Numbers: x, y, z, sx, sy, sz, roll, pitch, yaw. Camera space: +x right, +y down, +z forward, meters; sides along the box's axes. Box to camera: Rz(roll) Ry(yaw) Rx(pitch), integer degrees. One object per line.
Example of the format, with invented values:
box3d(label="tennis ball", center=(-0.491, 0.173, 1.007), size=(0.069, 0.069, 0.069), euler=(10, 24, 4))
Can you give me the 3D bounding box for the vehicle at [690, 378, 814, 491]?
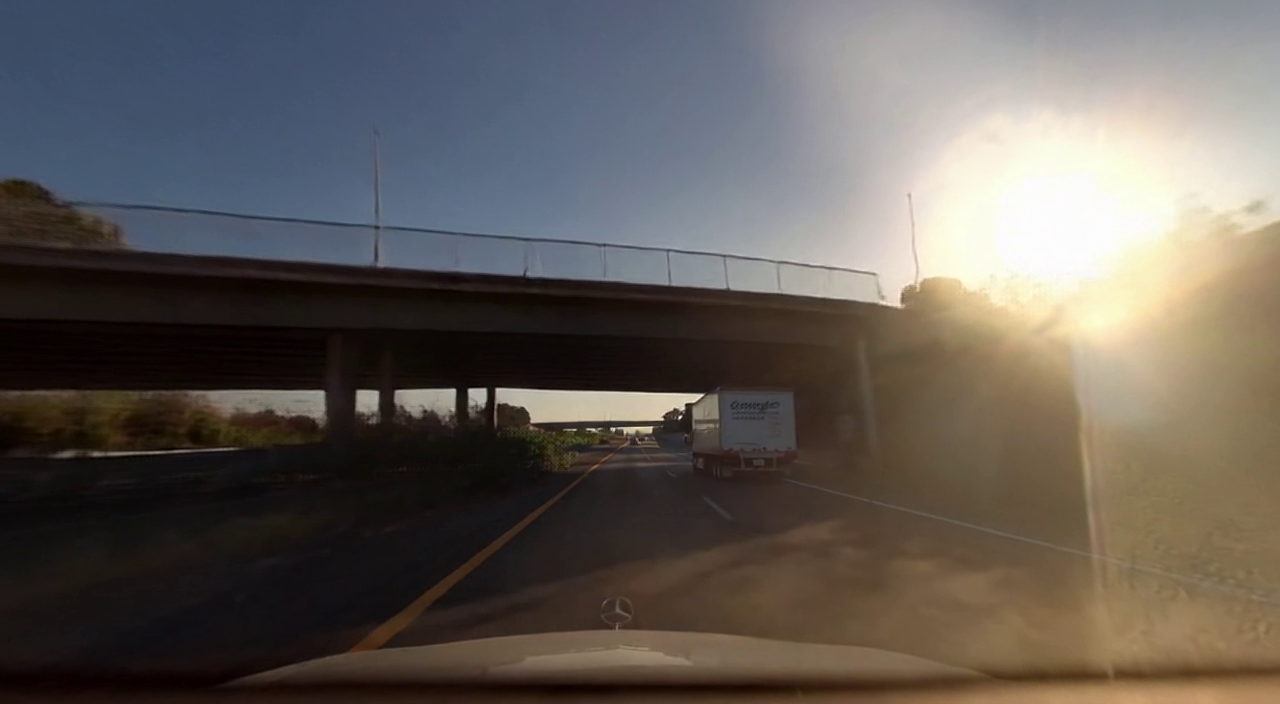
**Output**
box3d(label="vehicle", center=(3.490, 2.853, 21.693), size=(2.702, 3.193, 7.196), euler=(0, -8, -2))
